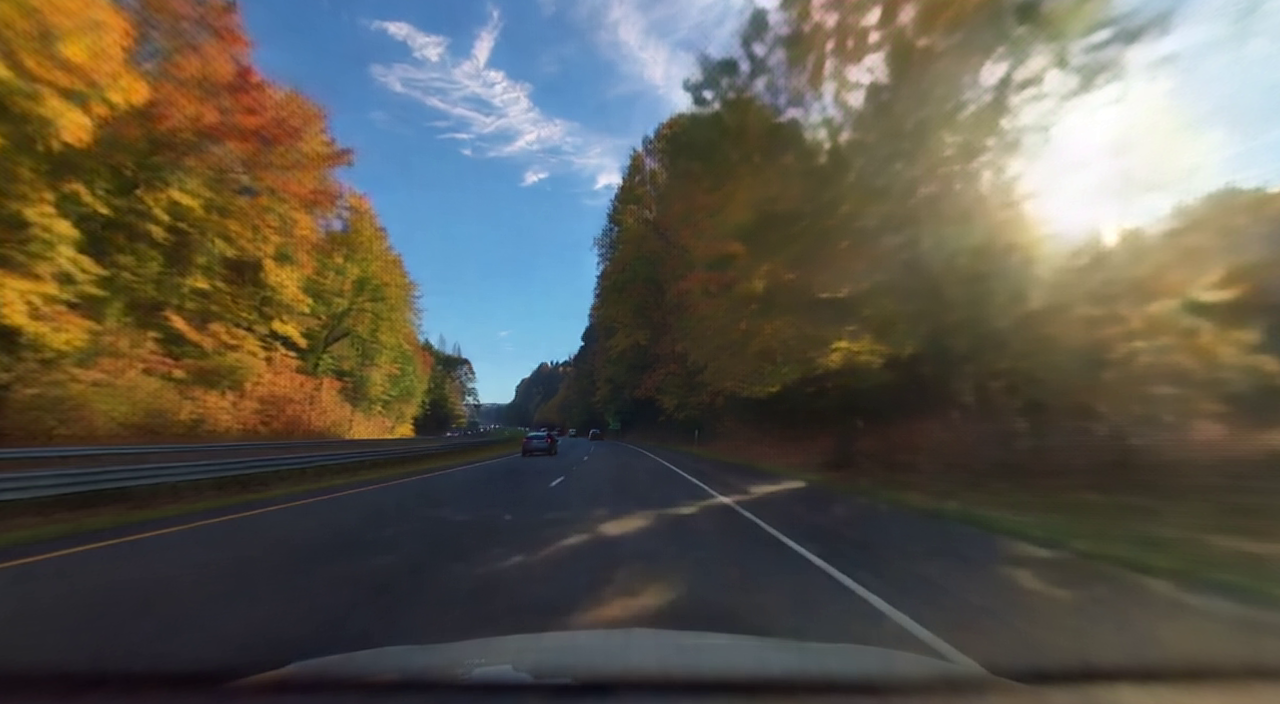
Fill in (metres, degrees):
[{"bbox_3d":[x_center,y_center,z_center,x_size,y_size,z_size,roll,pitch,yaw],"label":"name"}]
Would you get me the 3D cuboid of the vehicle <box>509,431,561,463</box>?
[{"bbox_3d":[-5.370,4.930,32.778,2.073,1.559,4.393,0,-8,-2],"label":"vehicle"}]
